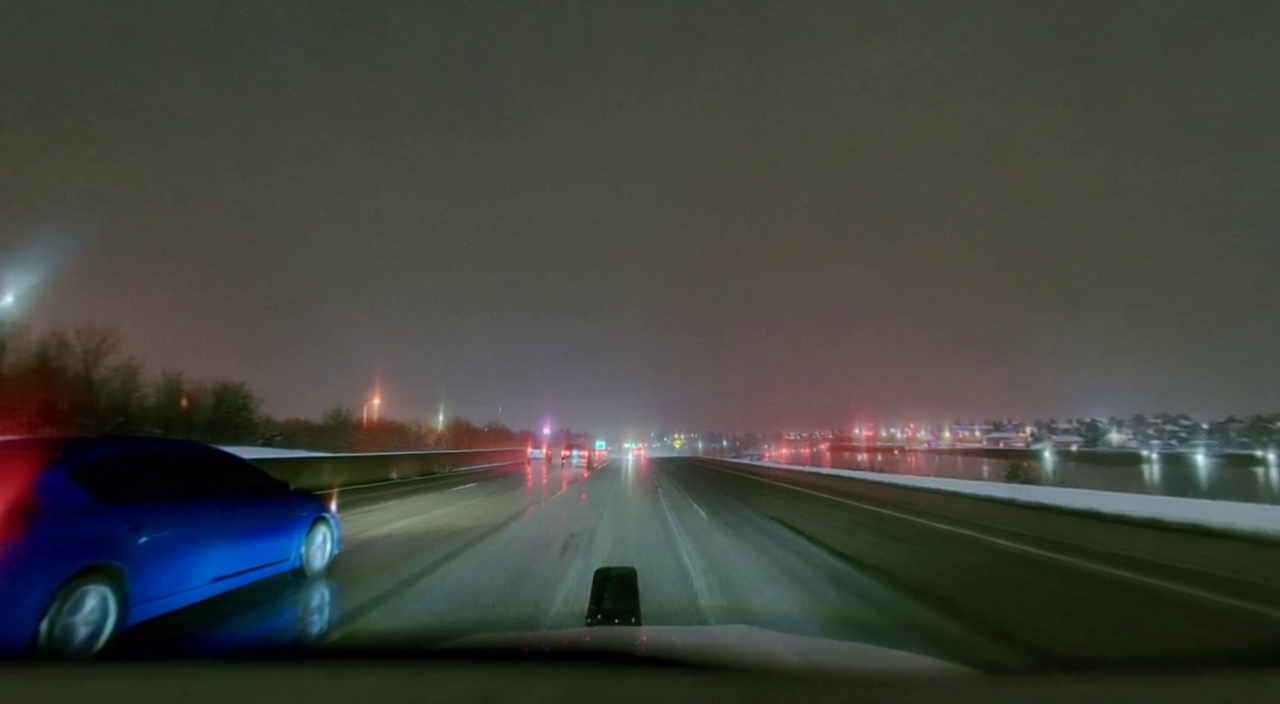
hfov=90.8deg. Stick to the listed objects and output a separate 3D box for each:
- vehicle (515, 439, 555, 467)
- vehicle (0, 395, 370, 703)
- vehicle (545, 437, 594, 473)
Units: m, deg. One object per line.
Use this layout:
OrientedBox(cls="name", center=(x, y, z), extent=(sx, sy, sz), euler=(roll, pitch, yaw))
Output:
OrientedBox(cls="vehicle", center=(-7.391, 7.172, 44.986), extent=(2.040, 1.824, 4.917), euler=(0, -9, -1))
OrientedBox(cls="vehicle", center=(-3.803, 1.133, 4.038), extent=(2.114, 1.480, 4.473), euler=(0, -9, 1))
OrientedBox(cls="vehicle", center=(-3.569, 5.343, 32.900), extent=(2.075, 1.702, 4.257), euler=(0, -9, 0))
